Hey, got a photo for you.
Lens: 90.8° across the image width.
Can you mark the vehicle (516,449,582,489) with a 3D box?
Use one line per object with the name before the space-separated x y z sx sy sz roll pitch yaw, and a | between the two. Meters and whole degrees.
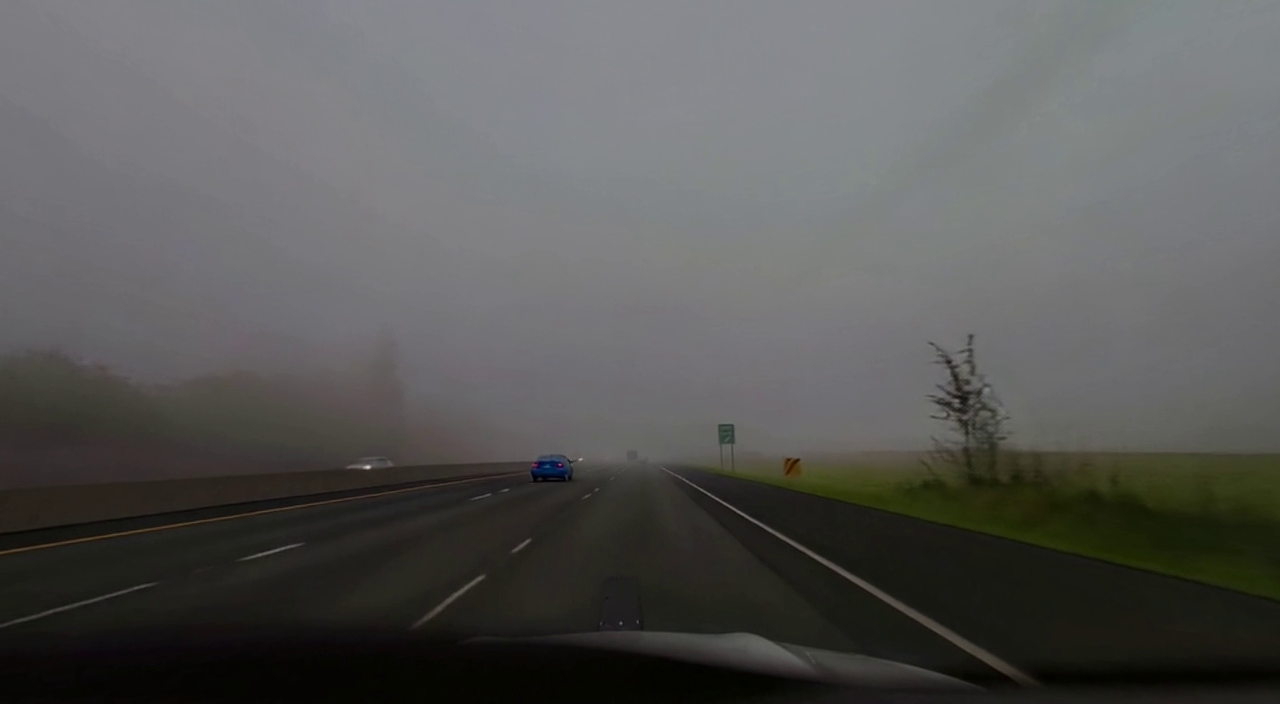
vehicle | -3.710 4.867 26.493 2.121 1.537 3.852 0 -9 1
